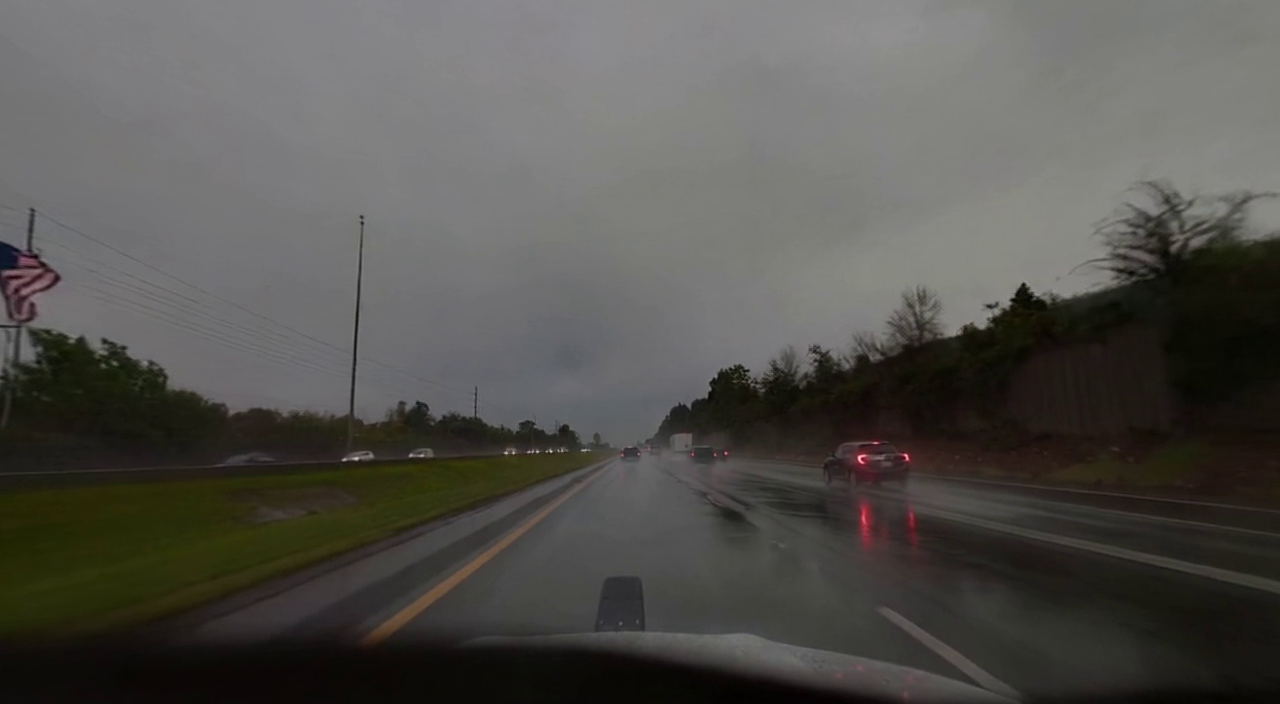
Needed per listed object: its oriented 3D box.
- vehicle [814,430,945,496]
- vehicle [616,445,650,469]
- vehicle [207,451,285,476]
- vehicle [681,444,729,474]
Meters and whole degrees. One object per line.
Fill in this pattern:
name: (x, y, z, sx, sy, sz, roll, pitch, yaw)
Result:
vehicle: (7.242, 3.398, 19.738, 2.114, 1.800, 4.779, 0, -8, -1)
vehicle: (-0.433, 6.812, 41.232, 2.085, 1.449, 3.860, 0, -8, 0)
vehicle: (-24.867, 7.025, 40.068, 1.879, 1.468, 4.713, 0, -8, 1)
vehicle: (3.403, 5.705, 33.871, 1.978, 1.488, 4.252, 0, -8, -1)
